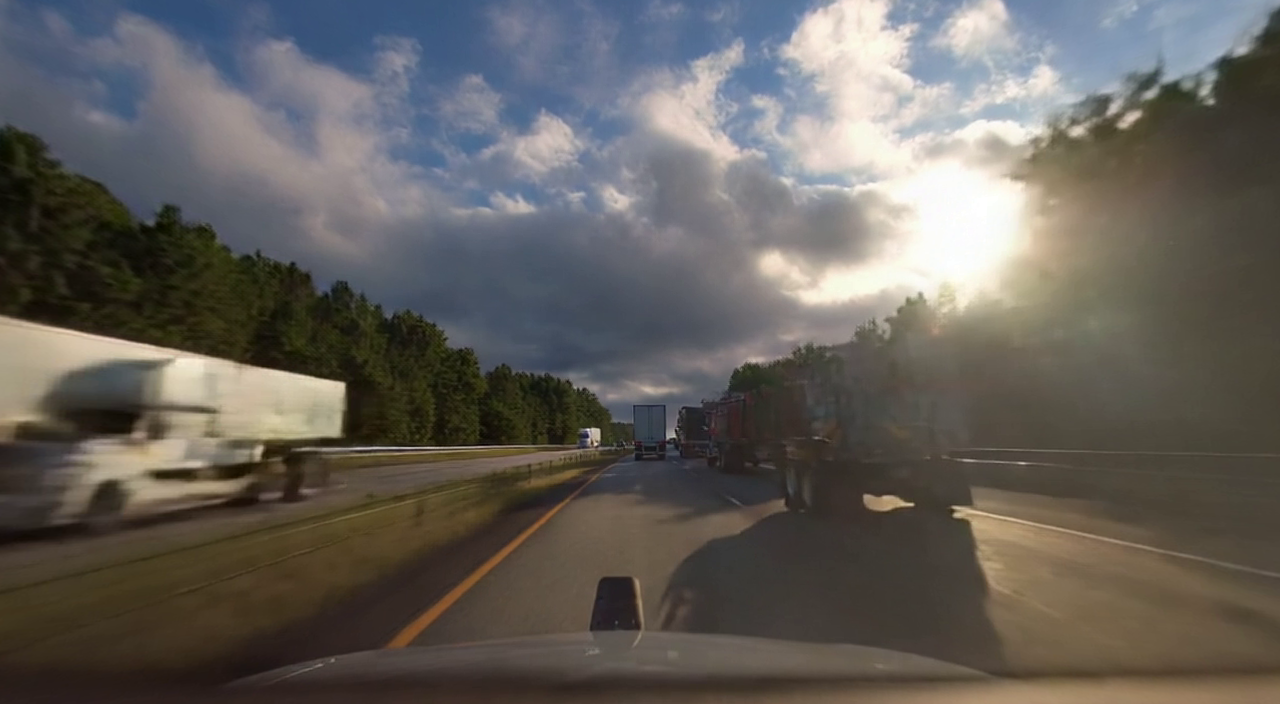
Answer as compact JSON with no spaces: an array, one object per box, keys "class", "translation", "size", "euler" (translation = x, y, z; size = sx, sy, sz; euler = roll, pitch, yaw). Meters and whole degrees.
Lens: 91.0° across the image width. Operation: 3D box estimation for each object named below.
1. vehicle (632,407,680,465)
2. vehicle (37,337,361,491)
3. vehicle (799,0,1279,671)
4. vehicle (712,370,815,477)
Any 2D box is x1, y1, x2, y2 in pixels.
[{"class":"vehicle","translation":[0.980,5.256,39.167],"size":[2.644,3.247,7.454],"euler":[-1,-8,1]},{"class":"vehicle","translation":[-8.780,1.469,13.722],"size":[2.515,2.577,6.183],"euler":[-1,-8,0]},{"class":"vehicle","translation":[5.056,0.351,7.511],"size":[2.749,4.051,12.981],"euler":[0,-8,-1]},{"class":"vehicle","translation":[5.045,3.247,27.619],"size":[2.843,3.940,8.349],"euler":[-1,-8,0]}]
